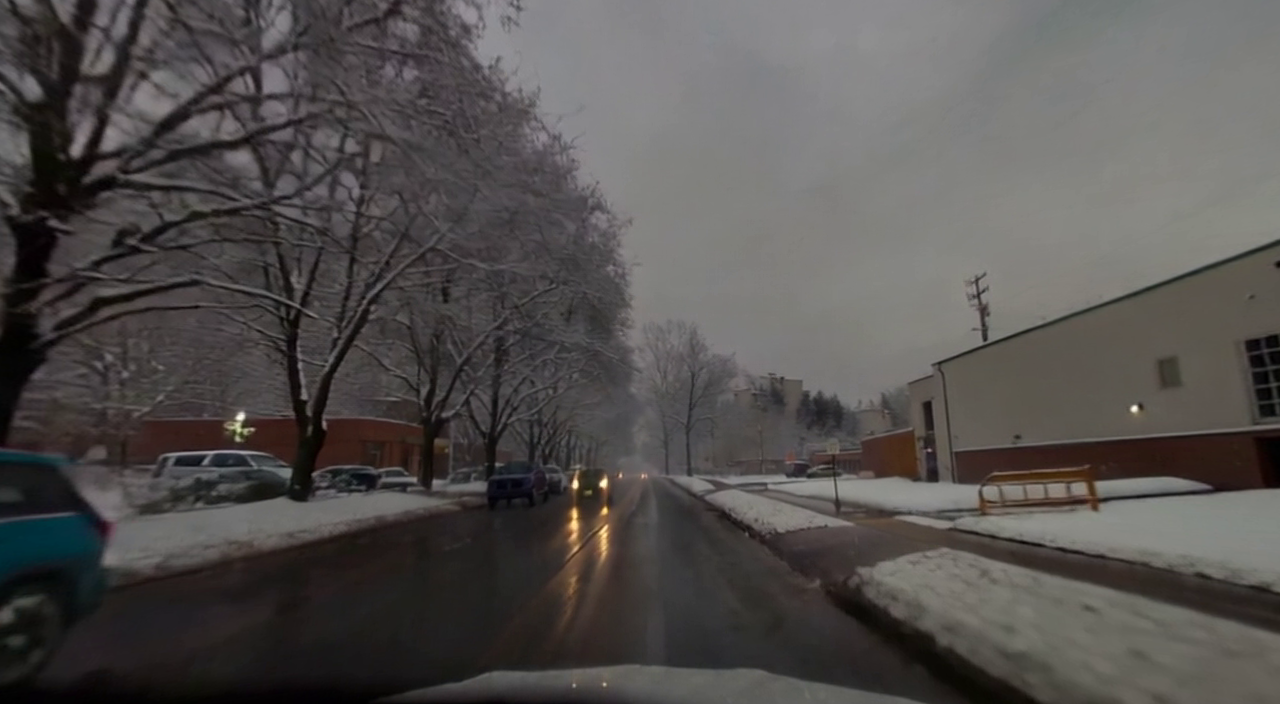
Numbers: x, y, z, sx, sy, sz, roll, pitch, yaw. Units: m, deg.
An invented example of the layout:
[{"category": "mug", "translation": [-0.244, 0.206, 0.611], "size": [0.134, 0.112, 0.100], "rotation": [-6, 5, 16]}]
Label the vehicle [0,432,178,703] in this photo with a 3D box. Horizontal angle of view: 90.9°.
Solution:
[{"category": "vehicle", "translation": [-4.641, 1.127, 2.859], "size": [1.903, 1.542, 4.115], "rotation": [-1, -10, 1]}]

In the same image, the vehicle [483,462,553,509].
[{"category": "vehicle", "translation": [-4.538, 5.000, 23.957], "size": [2.011, 1.596, 3.760], "rotation": [-1, -10, -2]}]

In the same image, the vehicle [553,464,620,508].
[{"category": "vehicle", "translation": [-1.912, 5.027, 23.912], "size": [1.978, 1.453, 4.314], "rotation": [1, -11, 2]}]
